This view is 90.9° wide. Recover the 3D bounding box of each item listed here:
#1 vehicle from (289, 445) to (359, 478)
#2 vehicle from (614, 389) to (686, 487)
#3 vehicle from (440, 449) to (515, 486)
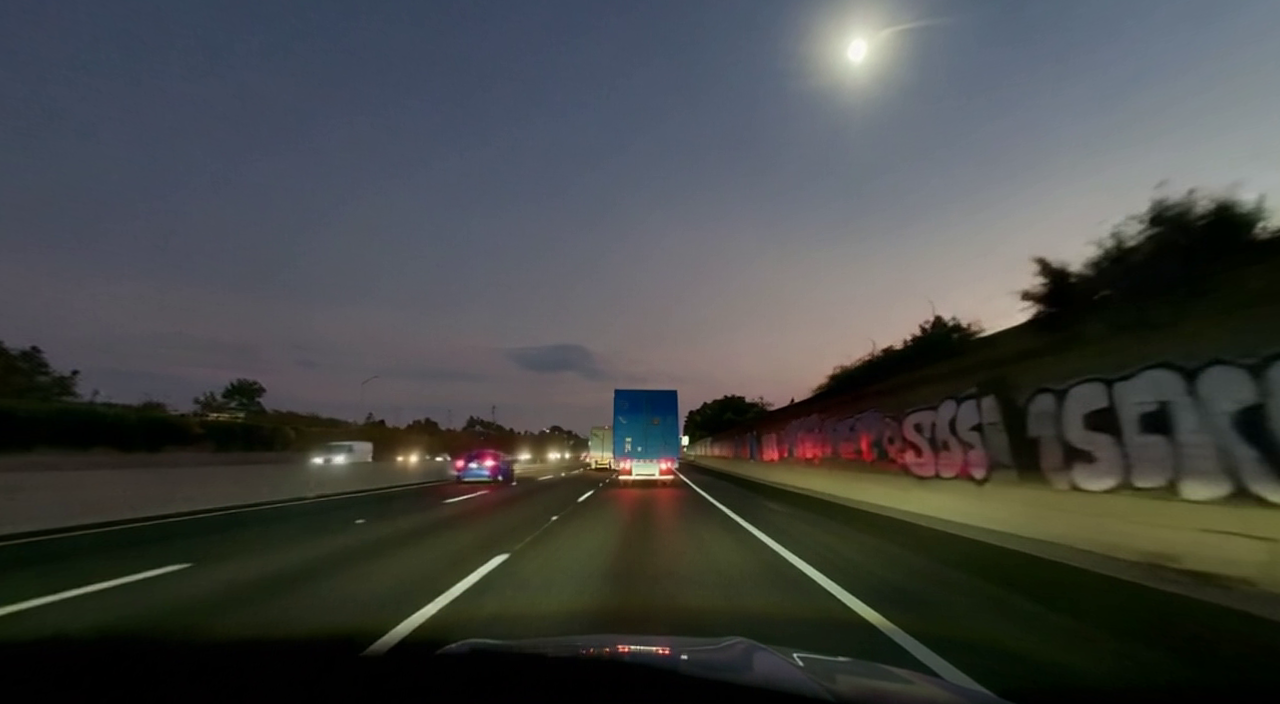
[{"bbox_3d":[-19.608,6.807,39.336,1.987,1.948,4.363,0,-9,1],"label":"vehicle"},{"bbox_3d":[0.446,4.413,31.715,2.997,4.069,10.871,0,-9,0],"label":"vehicle"},{"bbox_3d":[-7.224,5.177,28.622,1.998,1.529,4.850,0,-9,2],"label":"vehicle"}]
